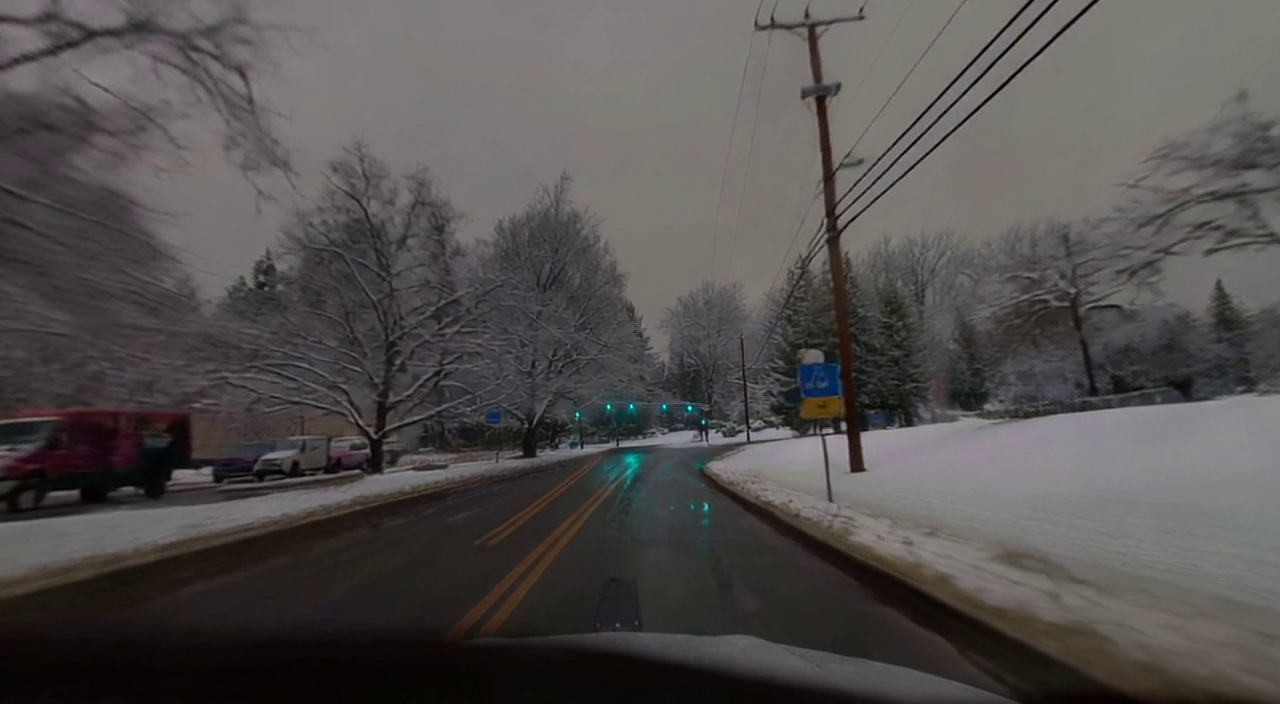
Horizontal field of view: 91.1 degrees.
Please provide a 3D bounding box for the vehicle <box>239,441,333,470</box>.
[{"bbox_3d":[-19.612,5.724,34.887,4.187,1.510,1.857,7,-11,-39],"label":"vehicle"}]

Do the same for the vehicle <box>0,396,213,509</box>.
[{"bbox_3d":[-18.587,3.344,21.680,2.739,3.171,7.030,-3,-7,0],"label":"vehicle"}]
